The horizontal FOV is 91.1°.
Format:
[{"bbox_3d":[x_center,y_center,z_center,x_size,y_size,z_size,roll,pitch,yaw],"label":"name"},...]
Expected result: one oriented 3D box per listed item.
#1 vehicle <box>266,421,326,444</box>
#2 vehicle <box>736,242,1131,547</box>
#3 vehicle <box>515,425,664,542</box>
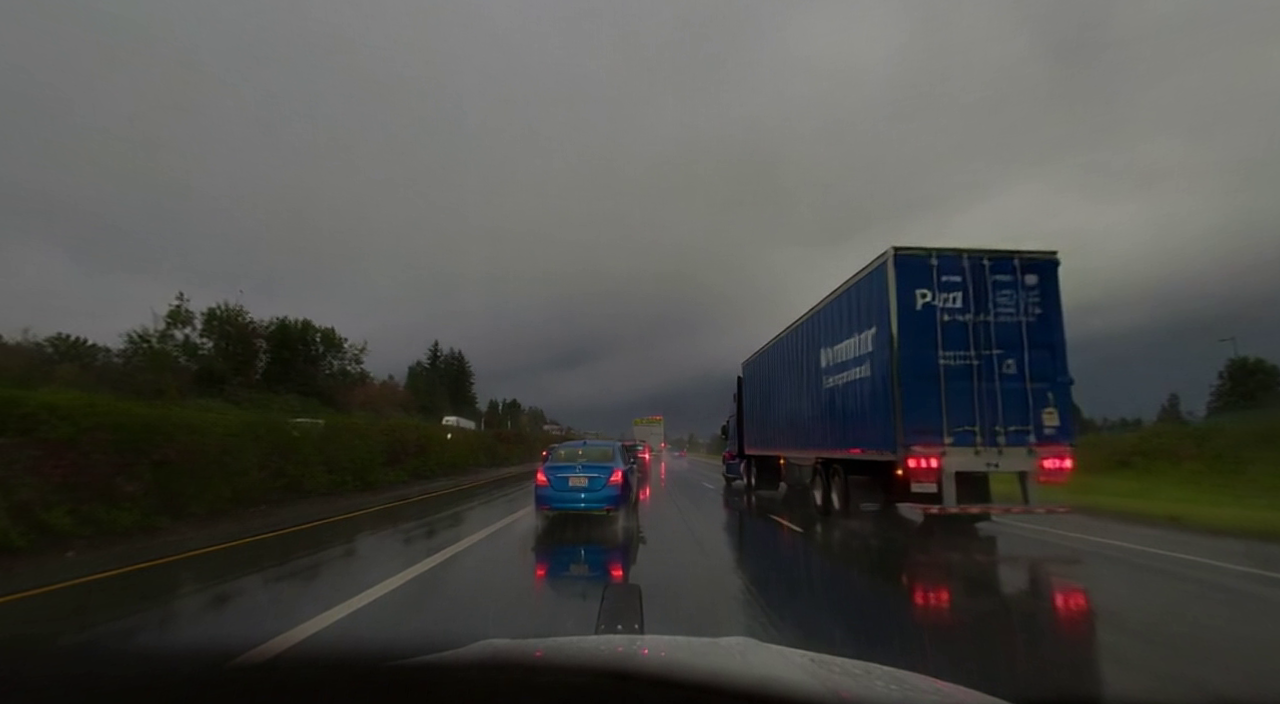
[{"bbox_3d":[-23.795,5.621,43.612,1.896,1.456,4.407,0,-9,-4],"label":"vehicle"},{"bbox_3d":[4.865,1.558,15.302,2.825,4.043,14.051,0,-9,0],"label":"vehicle"},{"bbox_3d":[-0.695,2.099,10.557,2.038,1.582,3.729,0,-9,0],"label":"vehicle"}]
